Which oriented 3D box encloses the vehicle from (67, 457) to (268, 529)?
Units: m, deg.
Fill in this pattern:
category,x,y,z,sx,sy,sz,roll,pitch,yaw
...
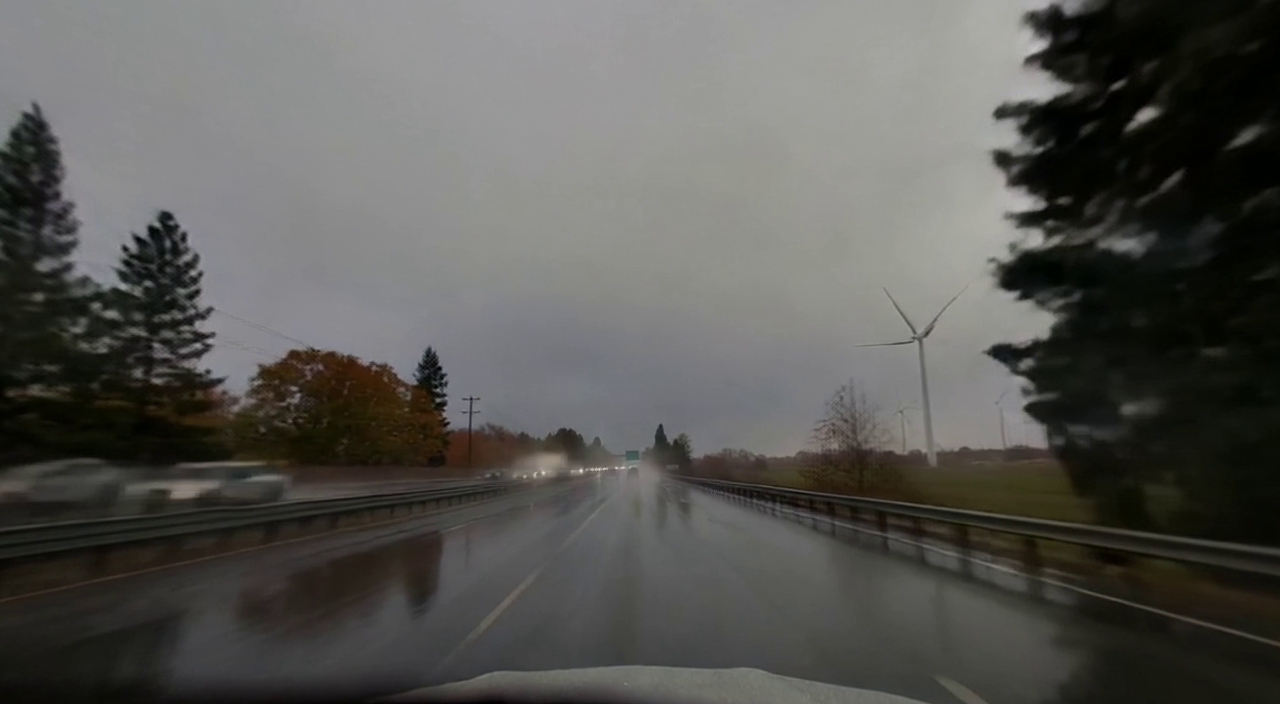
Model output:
category,x,y,z,sx,sy,sz,roll,pitch,yaw
vehicle,-12.722,3.810,17.459,2.000,1.682,4.526,1,-11,0
